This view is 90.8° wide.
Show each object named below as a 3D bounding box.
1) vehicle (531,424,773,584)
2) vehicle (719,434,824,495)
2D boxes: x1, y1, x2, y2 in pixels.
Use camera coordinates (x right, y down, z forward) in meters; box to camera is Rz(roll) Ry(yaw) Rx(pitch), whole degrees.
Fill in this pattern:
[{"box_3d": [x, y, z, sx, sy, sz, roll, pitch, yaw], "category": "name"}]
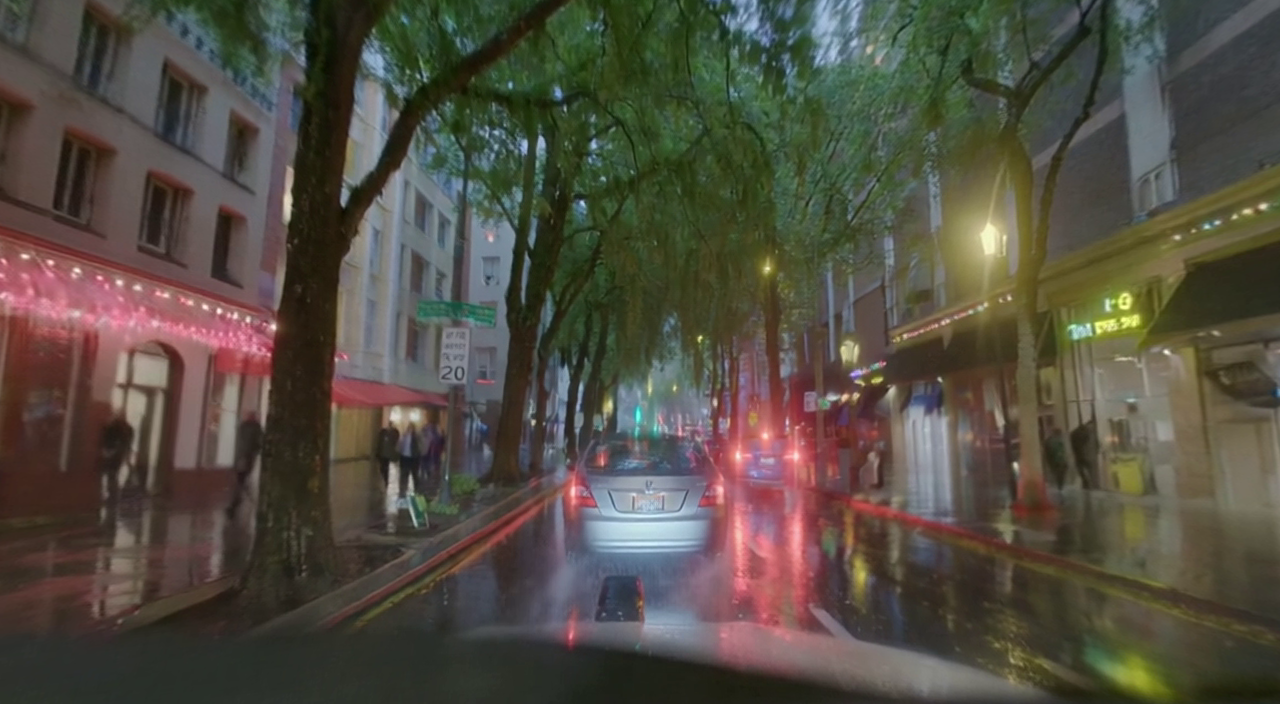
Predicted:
[{"box_3d": [0.086, 1.732, 8.045, 2.261, 1.474, 4.130, 0, -8, -1], "category": "vehicle"}, {"box_3d": [3.616, 3.181, 18.227, 2.025, 1.523, 4.426, 0, -8, -1], "category": "vehicle"}]
